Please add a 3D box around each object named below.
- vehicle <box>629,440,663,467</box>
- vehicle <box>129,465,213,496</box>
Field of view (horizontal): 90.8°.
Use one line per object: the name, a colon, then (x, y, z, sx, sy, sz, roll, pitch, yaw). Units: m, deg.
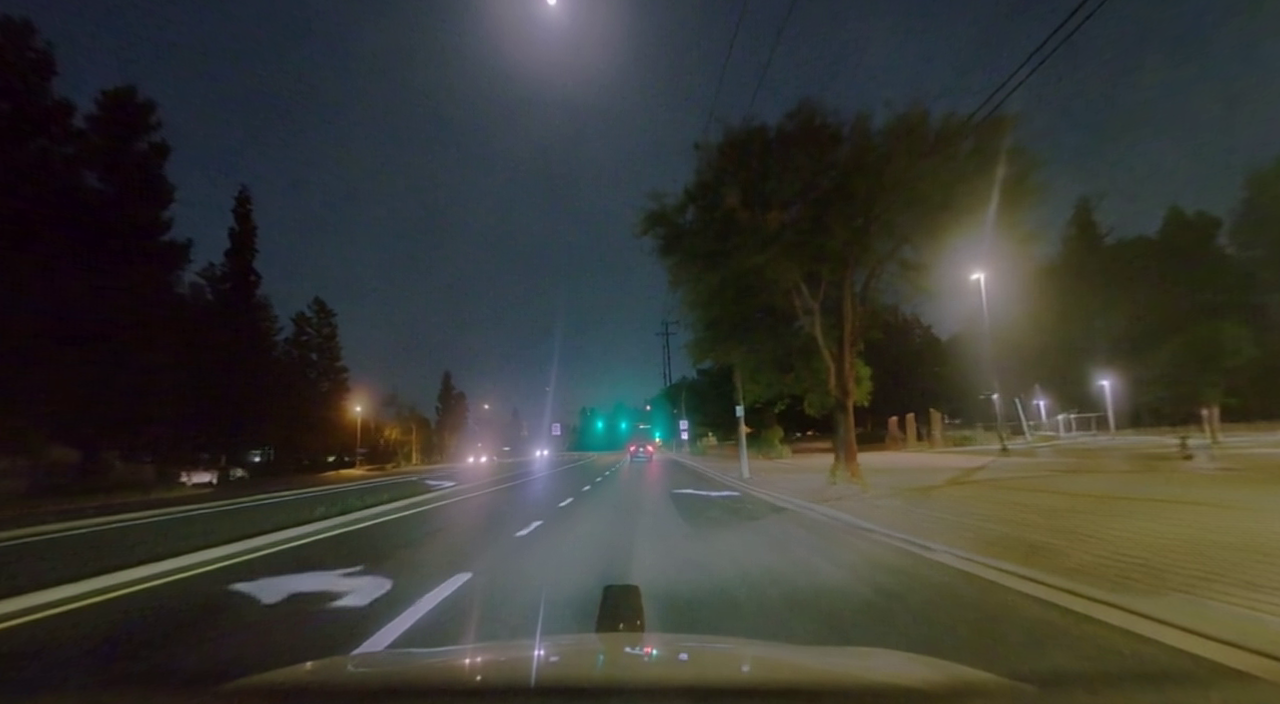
vehicle: (0.360, 6.510, 40.612, 2.045, 1.613, 4.210, 0, -8, 0)
vehicle: (-29.664, 8.106, 40.181, 1.949, 1.702, 4.593, 0, -8, -3)
